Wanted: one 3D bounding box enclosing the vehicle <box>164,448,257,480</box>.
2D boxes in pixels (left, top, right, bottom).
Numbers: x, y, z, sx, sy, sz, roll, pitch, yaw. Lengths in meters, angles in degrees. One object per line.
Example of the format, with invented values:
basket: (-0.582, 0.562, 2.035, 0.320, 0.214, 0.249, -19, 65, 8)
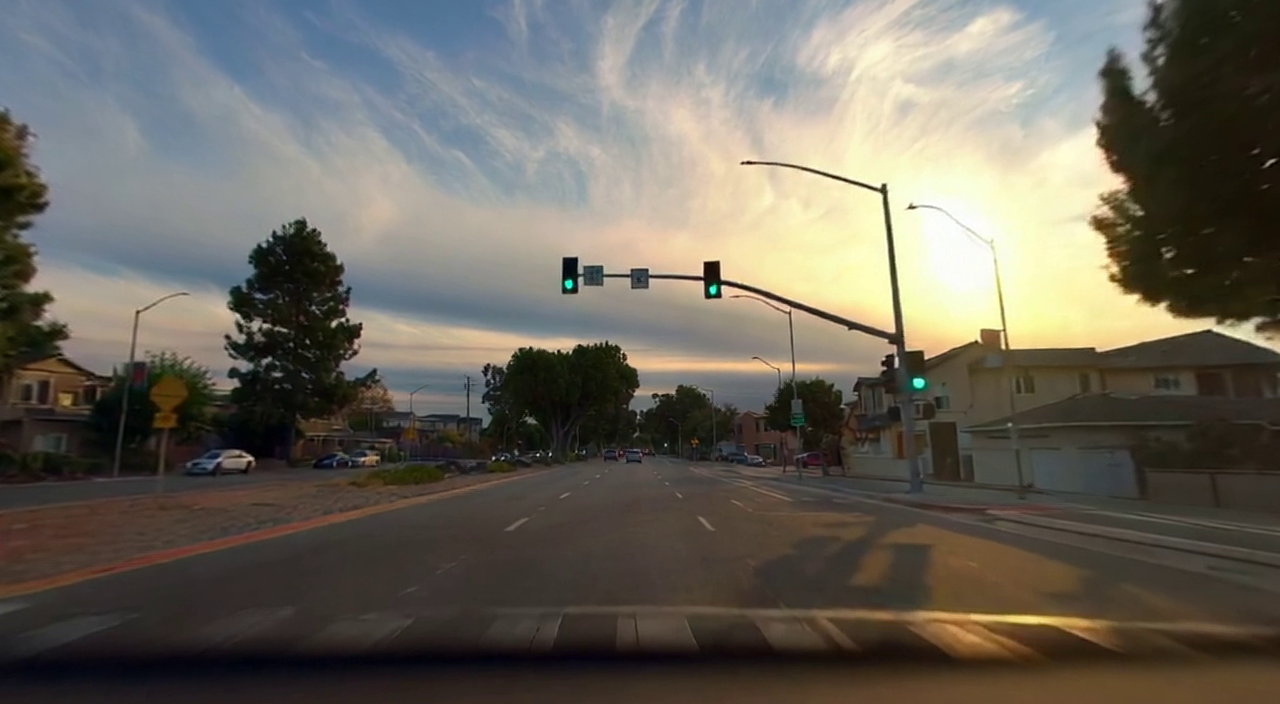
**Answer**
vehicle: (-25.203, 6.574, 37.318, 1.908, 1.719, 4.972, 0, -9, 1)
